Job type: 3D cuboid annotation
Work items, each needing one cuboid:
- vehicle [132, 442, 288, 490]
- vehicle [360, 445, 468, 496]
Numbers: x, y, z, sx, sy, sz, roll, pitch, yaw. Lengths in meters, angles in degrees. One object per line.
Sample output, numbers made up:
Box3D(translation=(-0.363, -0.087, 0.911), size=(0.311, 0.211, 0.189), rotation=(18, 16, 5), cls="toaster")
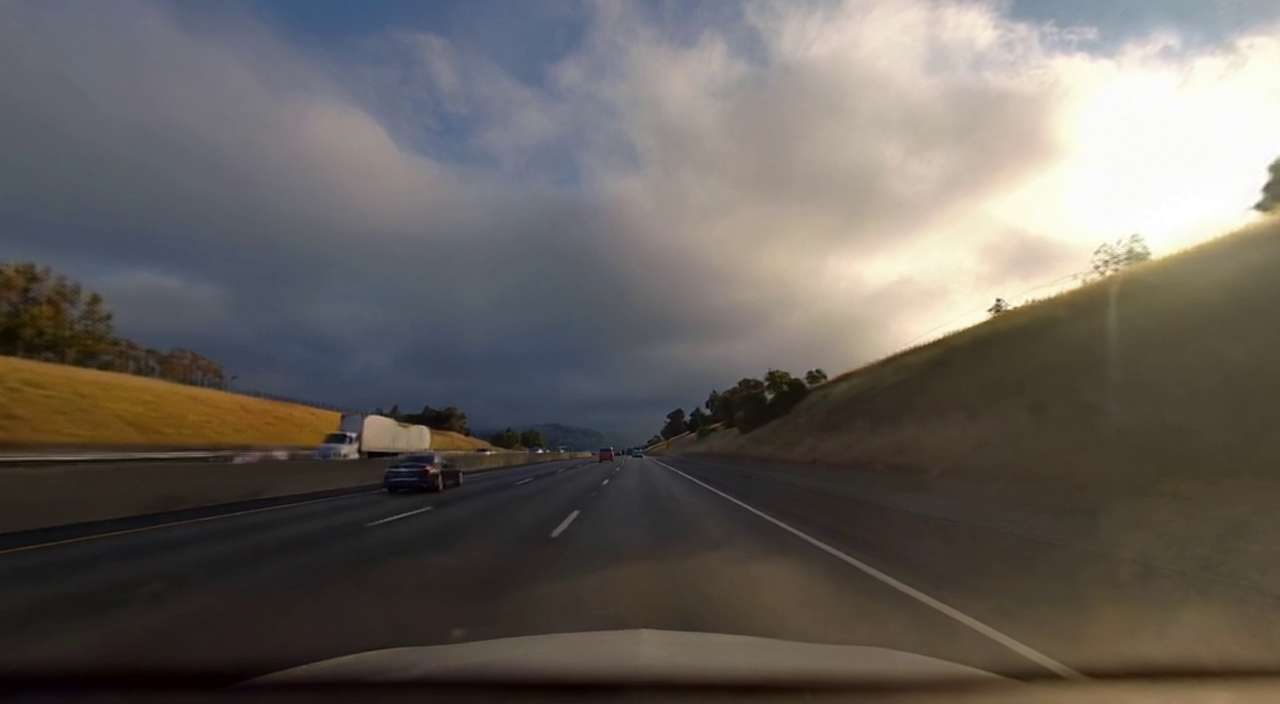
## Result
Box3D(translation=(-14.921, 3.973, 22.305), size=(2.236, 1.495, 4.689), rotation=(0, -9, 0), cls="vehicle")
Box3D(translation=(-7.255, 3.828, 20.731), size=(1.966, 1.476, 4.240), rotation=(0, -9, 0), cls="vehicle")
